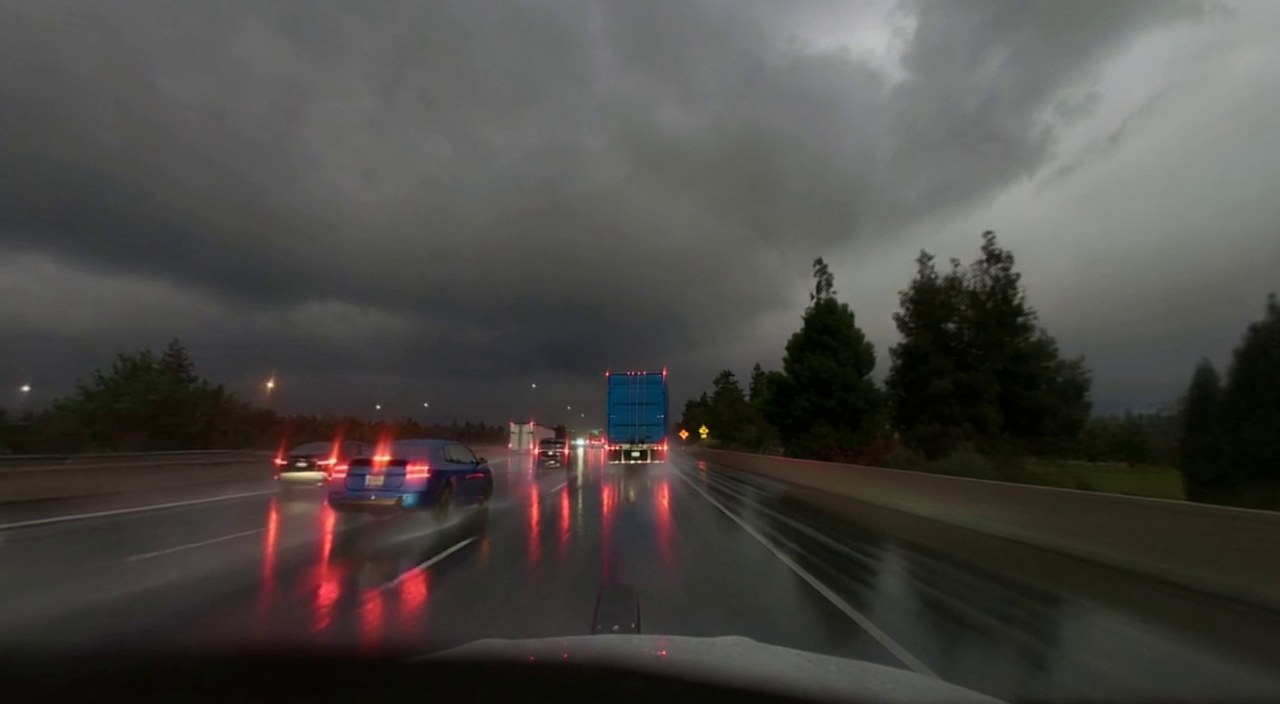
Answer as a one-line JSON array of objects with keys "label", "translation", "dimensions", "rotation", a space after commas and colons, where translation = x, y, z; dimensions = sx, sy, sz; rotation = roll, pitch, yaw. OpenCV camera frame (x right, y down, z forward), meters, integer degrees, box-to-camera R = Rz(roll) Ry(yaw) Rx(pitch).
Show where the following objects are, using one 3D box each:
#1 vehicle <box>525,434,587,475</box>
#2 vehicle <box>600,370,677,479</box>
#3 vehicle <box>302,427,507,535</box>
[{"label": "vehicle", "translation": [-3.653, 4.548, 28.137], "dimensions": [2.158, 1.680, 4.087], "rotation": [0, -8, 0]}, {"label": "vehicle", "translation": [-0.219, 3.499, 29.359], "dimensions": [2.913, 4.113, 10.724], "rotation": [0, -8, -2]}, {"label": "vehicle", "translation": [-3.962, 2.226, 11.480], "dimensions": [2.164, 1.582, 3.979], "rotation": [0, -8, 0]}]
